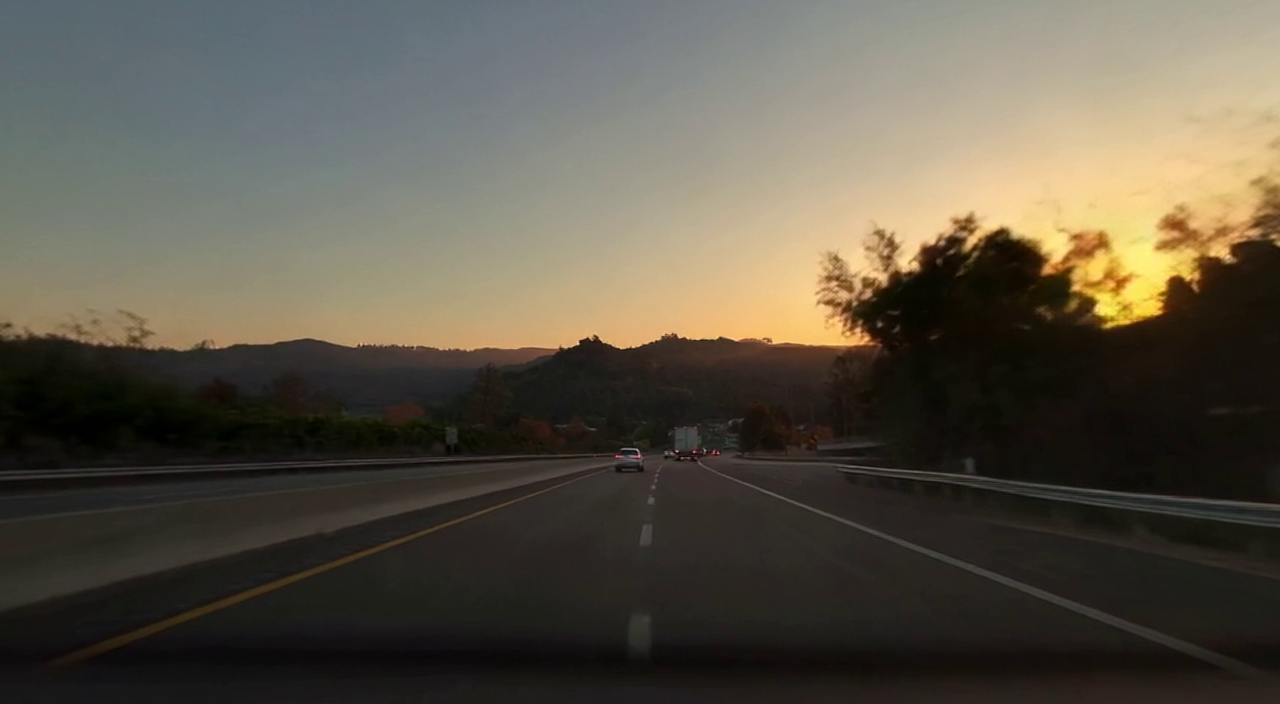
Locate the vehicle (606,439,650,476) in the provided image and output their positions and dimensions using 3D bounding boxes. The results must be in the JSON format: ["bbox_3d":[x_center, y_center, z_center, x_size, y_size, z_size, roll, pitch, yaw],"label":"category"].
[{"bbox_3d":[-0.627,6.350,37.945,2.271,2.049,4.894,-1,-9,3],"label":"vehicle"}]
